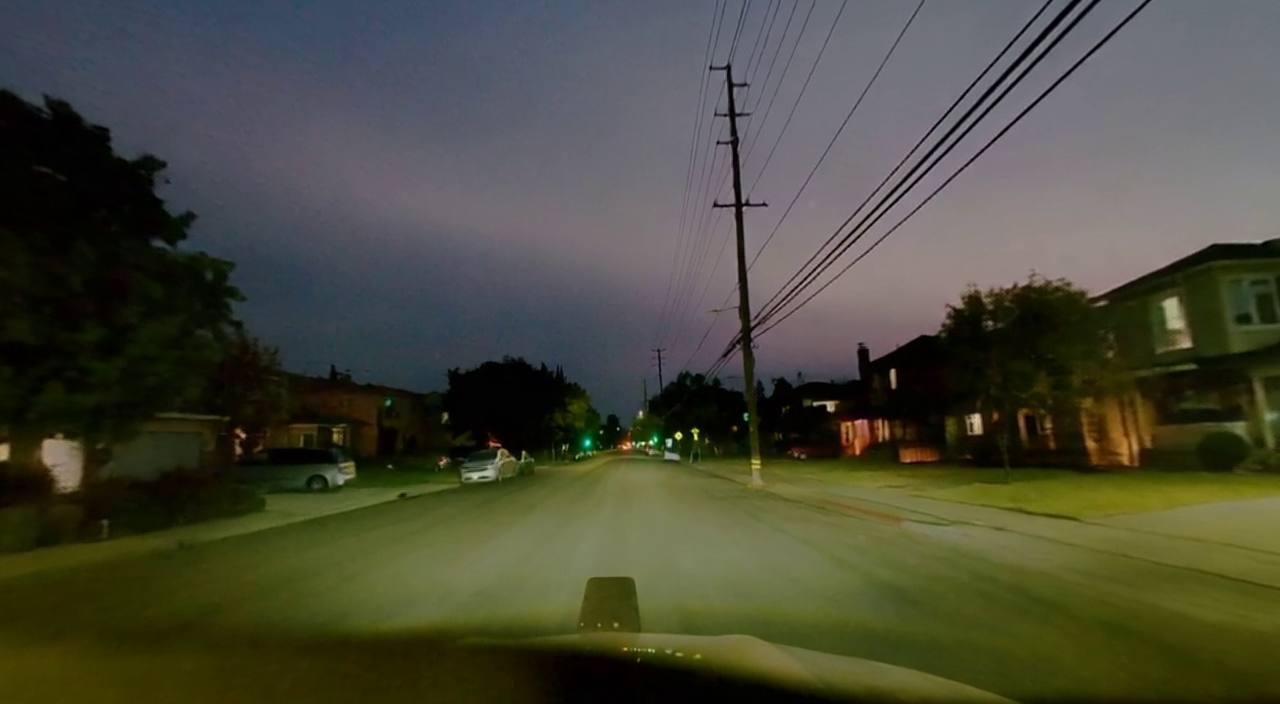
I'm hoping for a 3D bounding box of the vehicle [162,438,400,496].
[{"bbox_3d":[-12.183,3.951,21.954,6.619,1.759,2.632,-1,-9,-2],"label":"vehicle"}]

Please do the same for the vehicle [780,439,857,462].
[{"bbox_3d":[12.062,6.685,42.807,4.605,1.492,1.898,0,-9,-1],"label":"vehicle"}]

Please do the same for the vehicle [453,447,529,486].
[{"bbox_3d":[-6.488,5.036,28.142,2.208,1.491,5.089,0,-8,-1],"label":"vehicle"}]

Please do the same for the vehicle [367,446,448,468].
[{"bbox_3d":[-16.142,7.282,43.991,4.833,1.489,1.987,0,-9,2],"label":"vehicle"}]
